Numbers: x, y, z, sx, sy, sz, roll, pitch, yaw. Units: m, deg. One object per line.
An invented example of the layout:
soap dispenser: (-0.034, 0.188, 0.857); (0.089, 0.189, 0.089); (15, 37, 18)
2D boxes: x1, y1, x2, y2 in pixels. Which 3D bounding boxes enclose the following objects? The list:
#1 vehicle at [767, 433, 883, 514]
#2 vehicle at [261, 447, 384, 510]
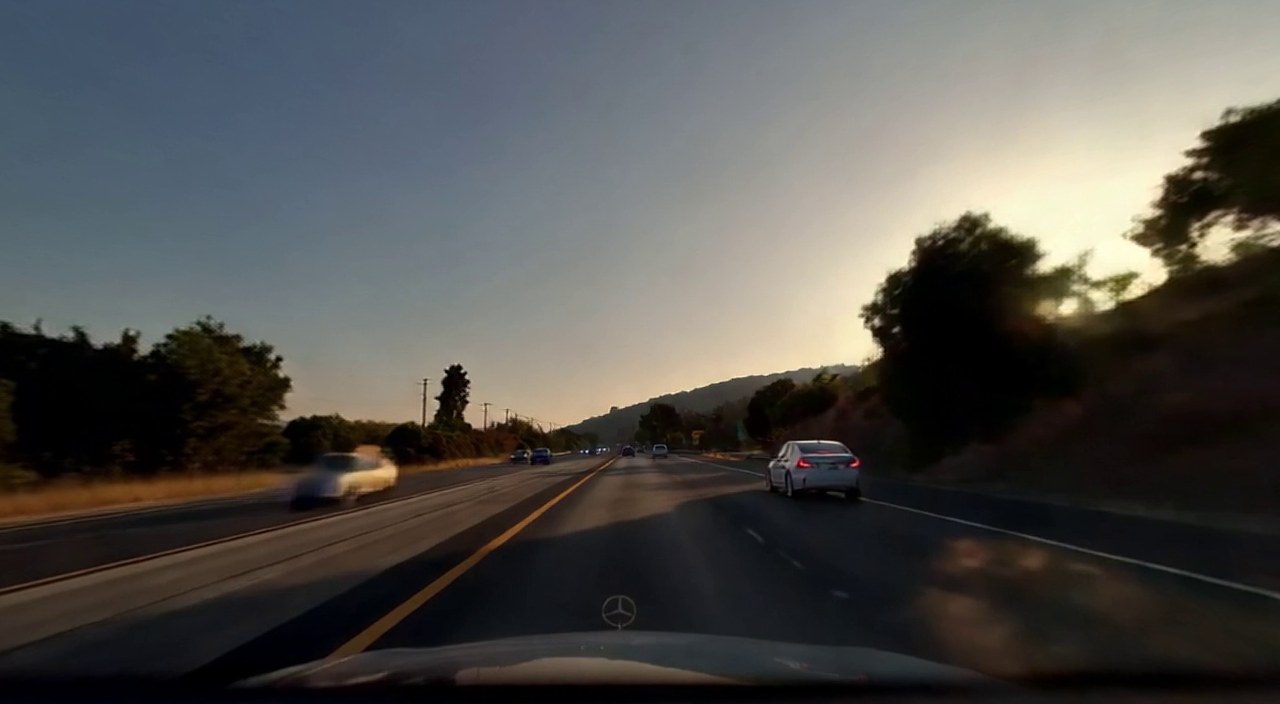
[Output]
vehicle: (4.038, 2.699, 14.410); (2.001, 1.555, 4.098); (-2, -9, 9)
vehicle: (-9.176, 3.651, 18.551); (1.956, 1.583, 4.227); (1, -9, -9)
